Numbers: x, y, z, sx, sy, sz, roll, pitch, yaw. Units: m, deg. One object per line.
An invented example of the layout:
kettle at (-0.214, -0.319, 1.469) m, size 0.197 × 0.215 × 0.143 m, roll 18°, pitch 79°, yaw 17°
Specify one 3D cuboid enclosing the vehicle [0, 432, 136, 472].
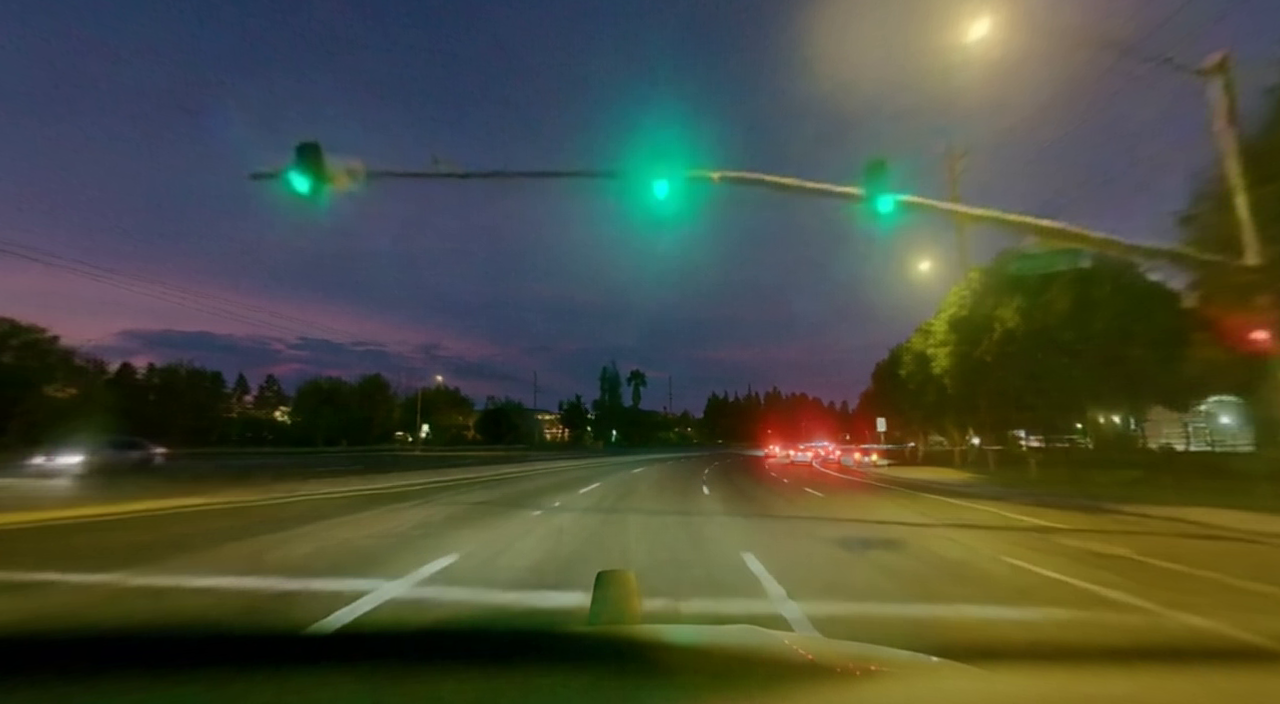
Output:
vehicle at (-23.520, 4.039, 25.707) m, size 1.871 × 1.474 × 4.554 m, roll -1°, pitch -9°, yaw 8°
